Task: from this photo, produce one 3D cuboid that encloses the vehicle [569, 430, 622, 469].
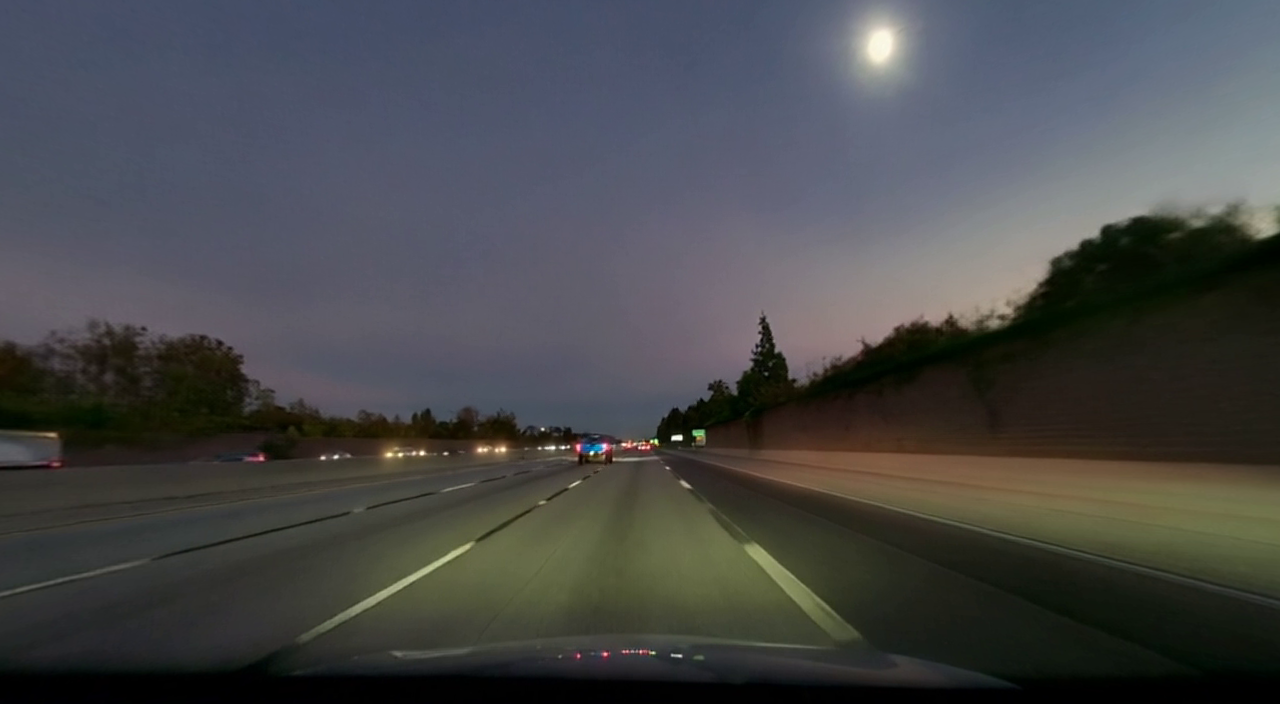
[{"bbox_3d":[-2.617,6.016,38.984,2.604,2.170,6.271,0,-8,2],"label":"vehicle"}]
